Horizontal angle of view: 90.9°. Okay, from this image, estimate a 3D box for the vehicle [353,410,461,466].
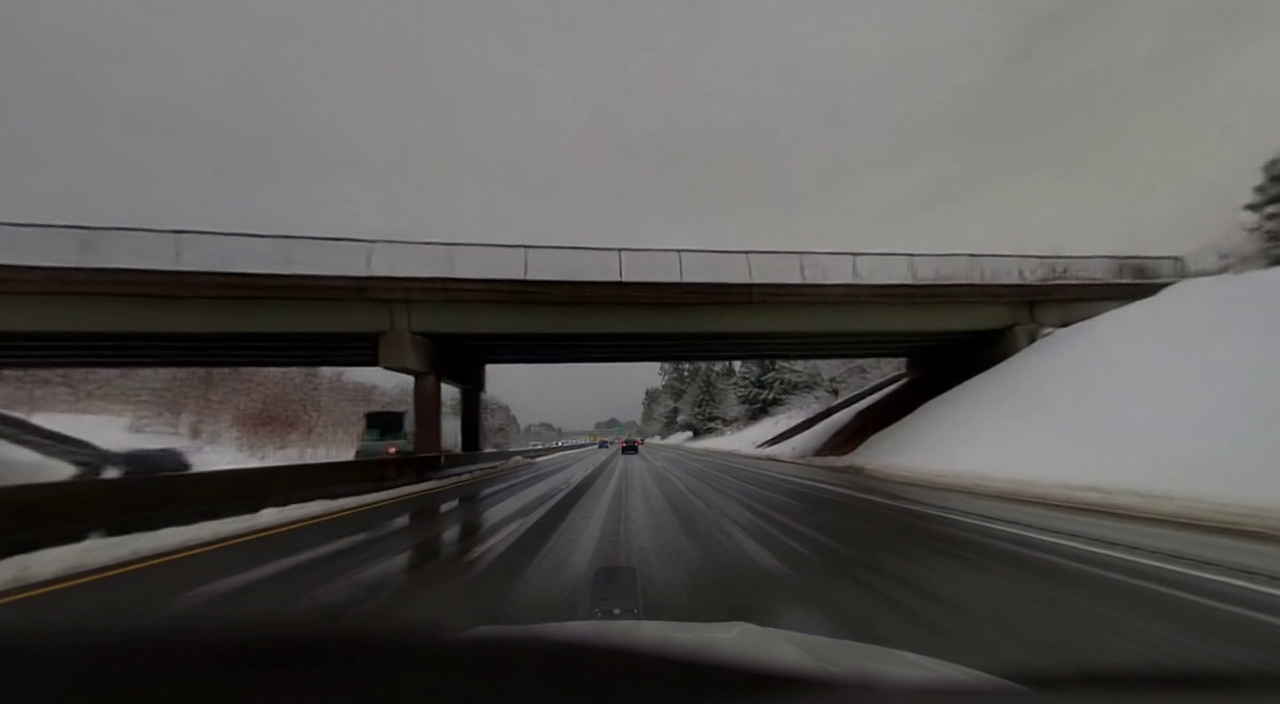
[{"bbox_3d":[-16.891,6.447,47.432,2.982,3.570,14.255,0,-8,-1],"label":"vehicle"}]

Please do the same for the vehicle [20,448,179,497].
[{"bbox_3d":[-19.832,4.393,23.469,1.889,1.516,4.588,0,-8,-1],"label":"vehicle"}]
